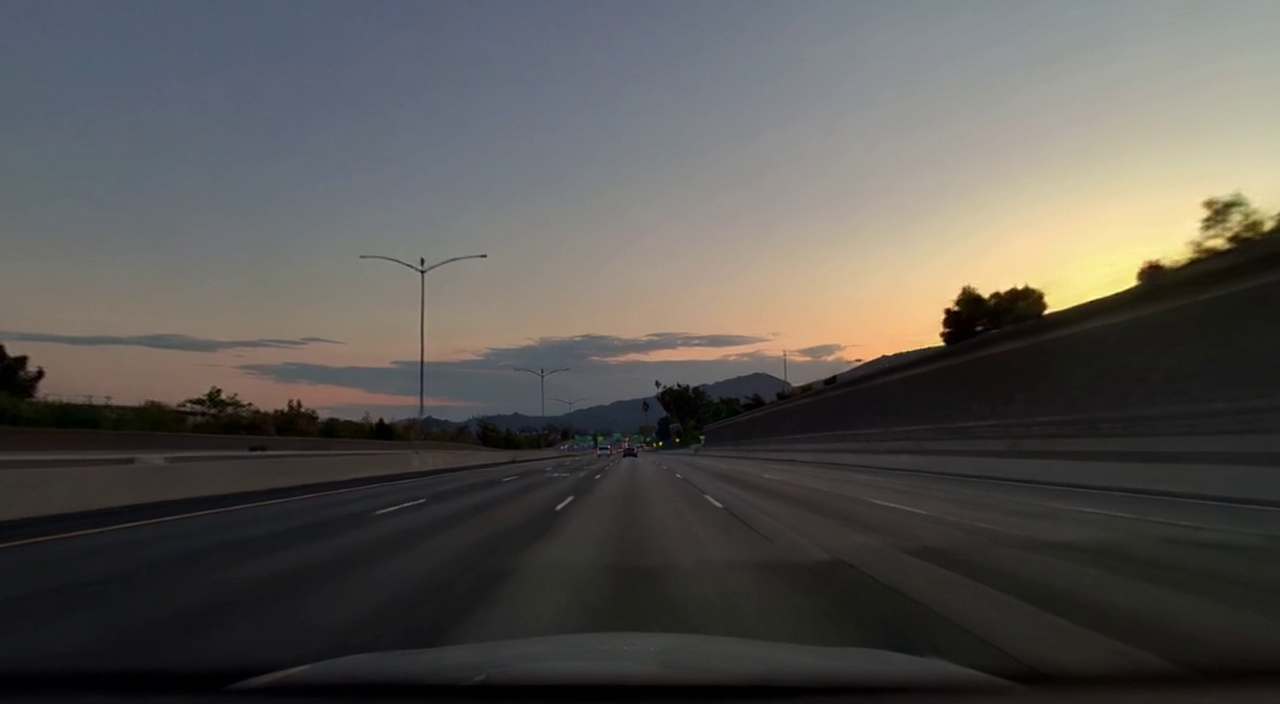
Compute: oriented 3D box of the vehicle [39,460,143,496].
[{"bbox_3d":[-25.690,5.871,29.719,1.571,1.457,3.707,0,-8,0],"label":"vehicle"}]
